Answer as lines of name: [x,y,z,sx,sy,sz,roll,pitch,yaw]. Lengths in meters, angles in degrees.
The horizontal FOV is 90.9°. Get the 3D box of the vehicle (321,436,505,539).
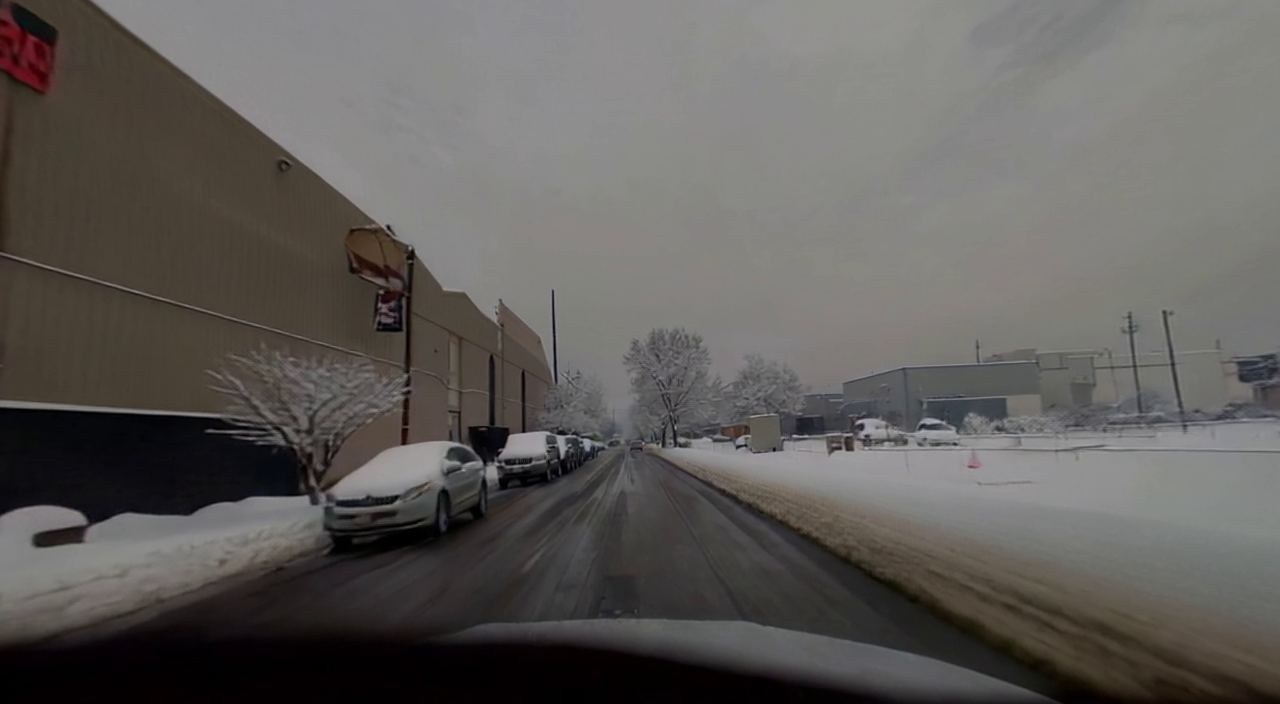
vehicle: [-4.151,2.552,12.391,2.040,1.501,4.440,-4,-9,-1]

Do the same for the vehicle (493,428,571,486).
vehicle: [-4.021,4.078,24.356,2.161,1.843,5.181,-4,-10,-2]
